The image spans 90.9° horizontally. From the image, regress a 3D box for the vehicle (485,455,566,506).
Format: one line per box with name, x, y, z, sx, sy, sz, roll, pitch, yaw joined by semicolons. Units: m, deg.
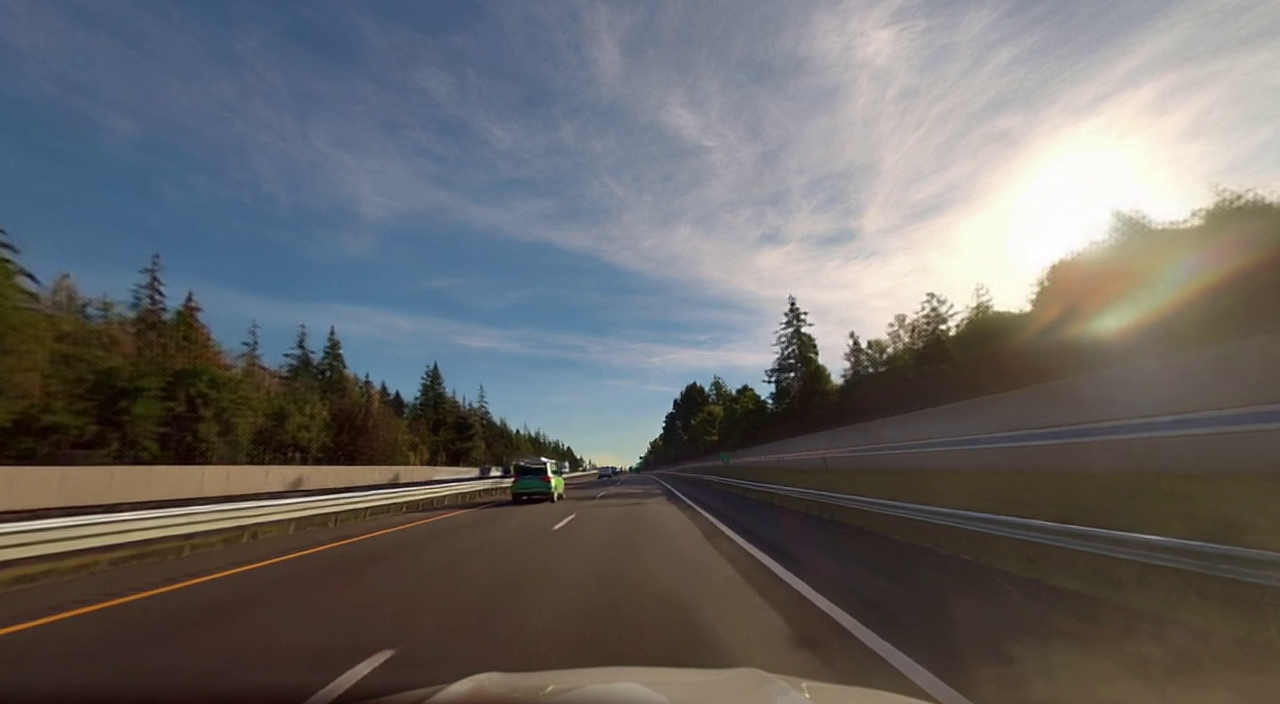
vehicle;-4.030;4.645;22.985;2.022;1.650;4.331;0;-11;1
